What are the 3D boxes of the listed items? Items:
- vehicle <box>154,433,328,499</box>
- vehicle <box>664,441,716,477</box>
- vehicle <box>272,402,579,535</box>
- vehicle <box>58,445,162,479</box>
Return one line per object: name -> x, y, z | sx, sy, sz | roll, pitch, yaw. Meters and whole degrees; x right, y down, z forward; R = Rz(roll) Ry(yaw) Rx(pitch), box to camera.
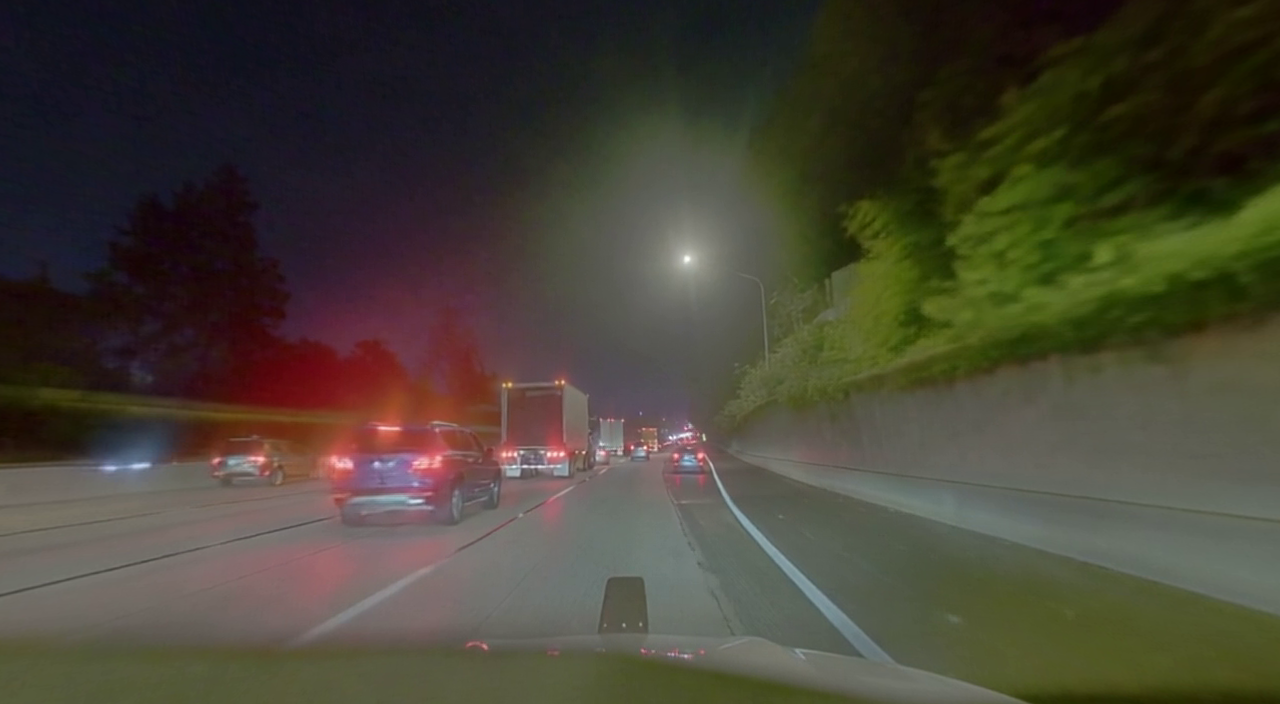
vehicle -> -11.615, 3.332, 18.872 | 2.073, 1.722, 4.664 | 0, -8, 1
vehicle -> 2.204, 4.793, 28.550 | 2.176, 1.493, 3.955 | -1, -8, 3
vehicle -> -3.899, 2.831, 16.870 | 3.050, 1.964, 15.030 | 0, -8, 0
vehicle -> -25.496, 5.285, 30.514 | 1.730, 1.525, 3.746 | 0, -8, 1
